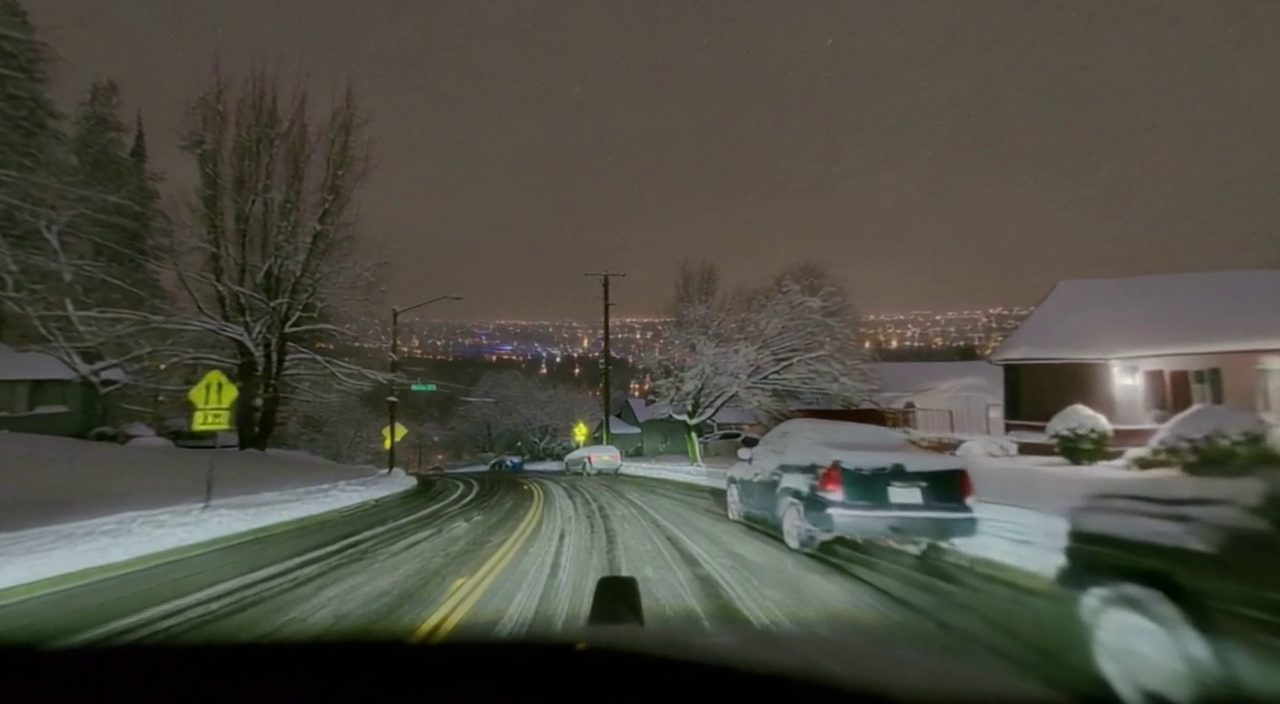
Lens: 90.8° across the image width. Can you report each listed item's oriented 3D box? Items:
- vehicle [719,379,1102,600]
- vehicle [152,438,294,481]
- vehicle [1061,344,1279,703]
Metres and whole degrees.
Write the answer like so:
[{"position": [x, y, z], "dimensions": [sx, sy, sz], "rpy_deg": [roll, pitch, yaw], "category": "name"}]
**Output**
[{"position": [2.657, 1.580, 8.140], "dimensions": [2.180, 1.849, 5.423], "rpy_deg": [0, -9, -4], "category": "vehicle"}, {"position": [-17.375, 4.479, 26.543], "dimensions": [4.464, 1.681, 1.906], "rpy_deg": [2, -9, -14], "category": "vehicle"}, {"position": [3.069, 0.590, 0.666], "dimensions": [1.965, 1.663, 4.744], "rpy_deg": [0, -9, 0], "category": "vehicle"}]
